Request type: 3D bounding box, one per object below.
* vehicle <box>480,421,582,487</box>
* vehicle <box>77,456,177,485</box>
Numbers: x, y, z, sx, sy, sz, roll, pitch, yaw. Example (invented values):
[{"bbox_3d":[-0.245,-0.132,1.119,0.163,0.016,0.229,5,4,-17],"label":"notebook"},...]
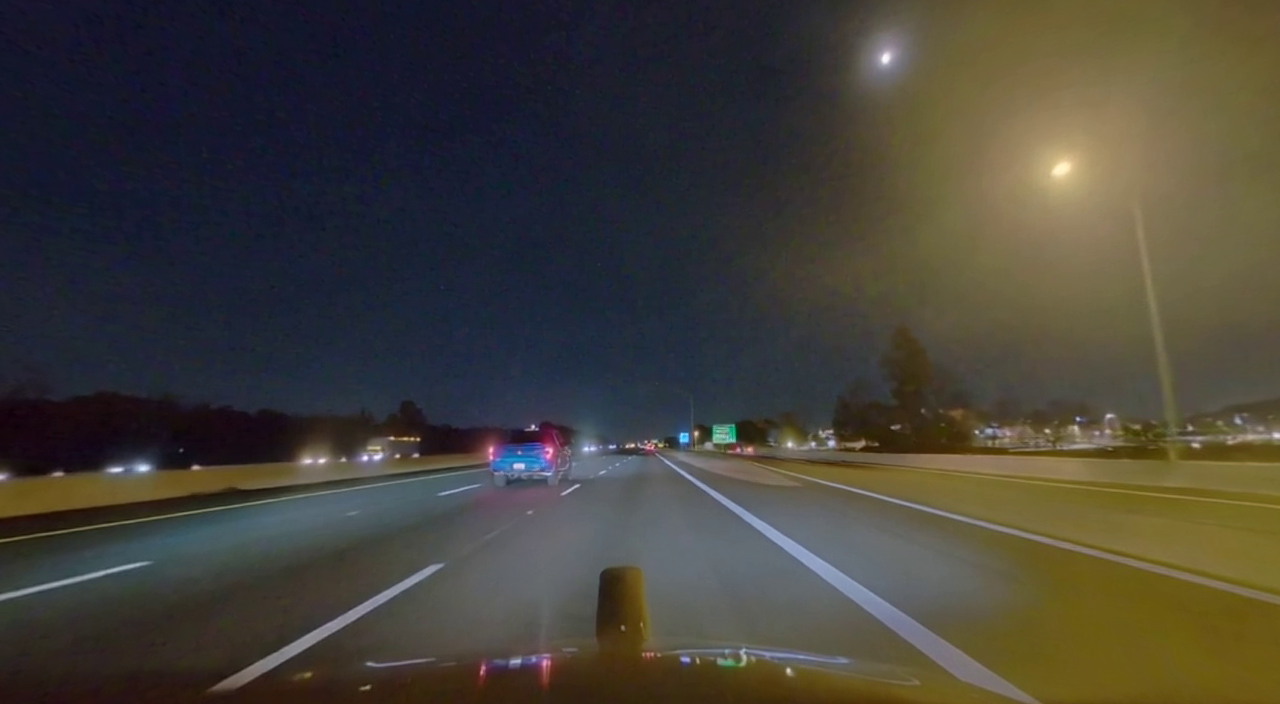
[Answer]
[{"bbox_3d":[-3.764,3.692,23.160,2.601,2.084,6.068,0,-8,0],"label":"vehicle"},{"bbox_3d":[-28.724,6.619,35.497,1.785,1.477,4.527,0,-8,0],"label":"vehicle"}]
